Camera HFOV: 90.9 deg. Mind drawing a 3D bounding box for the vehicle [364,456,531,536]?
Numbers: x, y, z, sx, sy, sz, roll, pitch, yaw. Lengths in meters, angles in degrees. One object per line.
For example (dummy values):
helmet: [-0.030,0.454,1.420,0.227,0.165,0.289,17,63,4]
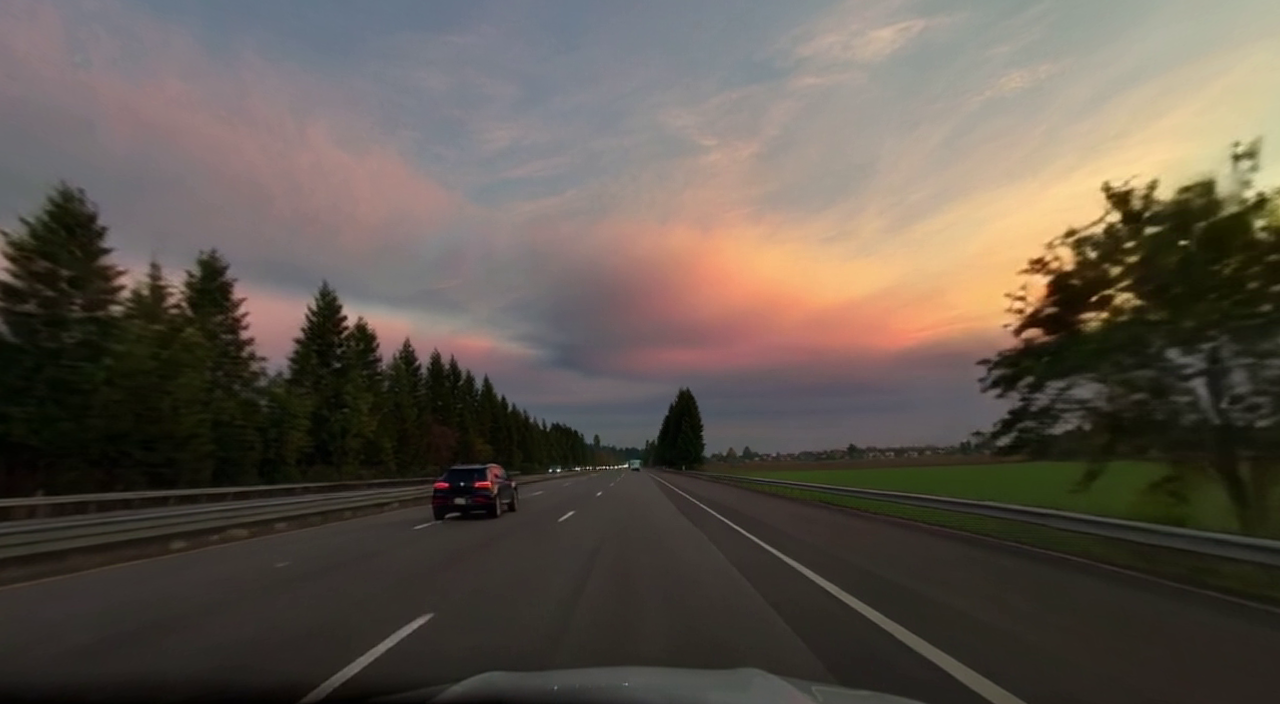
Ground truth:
vehicle: [-3.978,3.107,14.063,2.183,1.435,4.653,0,-10,1]
